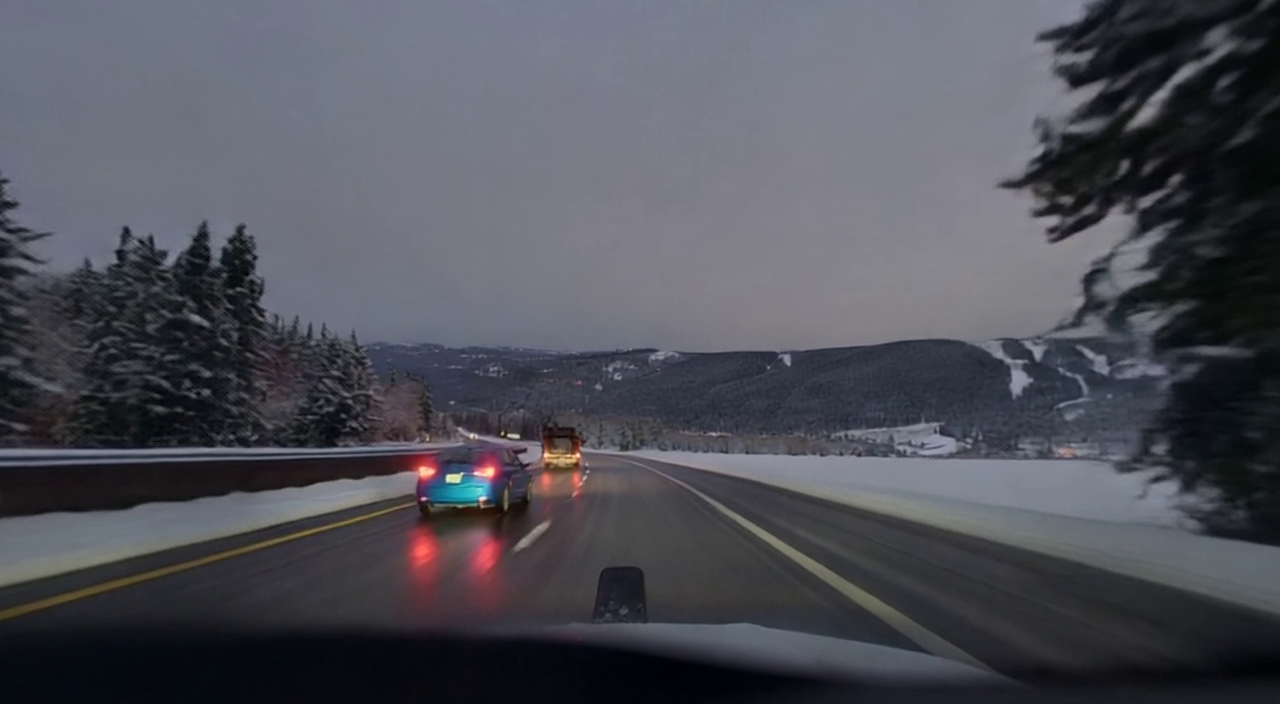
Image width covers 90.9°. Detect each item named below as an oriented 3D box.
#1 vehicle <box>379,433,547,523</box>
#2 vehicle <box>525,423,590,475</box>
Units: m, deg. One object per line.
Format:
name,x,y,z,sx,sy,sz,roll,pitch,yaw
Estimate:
vehicle,-3.409,2.527,13.241,2.097,1.511,4.585,0,-8,1
vehicle,-3.790,4.594,30.039,2.444,2.204,5.568,1,-8,-1
